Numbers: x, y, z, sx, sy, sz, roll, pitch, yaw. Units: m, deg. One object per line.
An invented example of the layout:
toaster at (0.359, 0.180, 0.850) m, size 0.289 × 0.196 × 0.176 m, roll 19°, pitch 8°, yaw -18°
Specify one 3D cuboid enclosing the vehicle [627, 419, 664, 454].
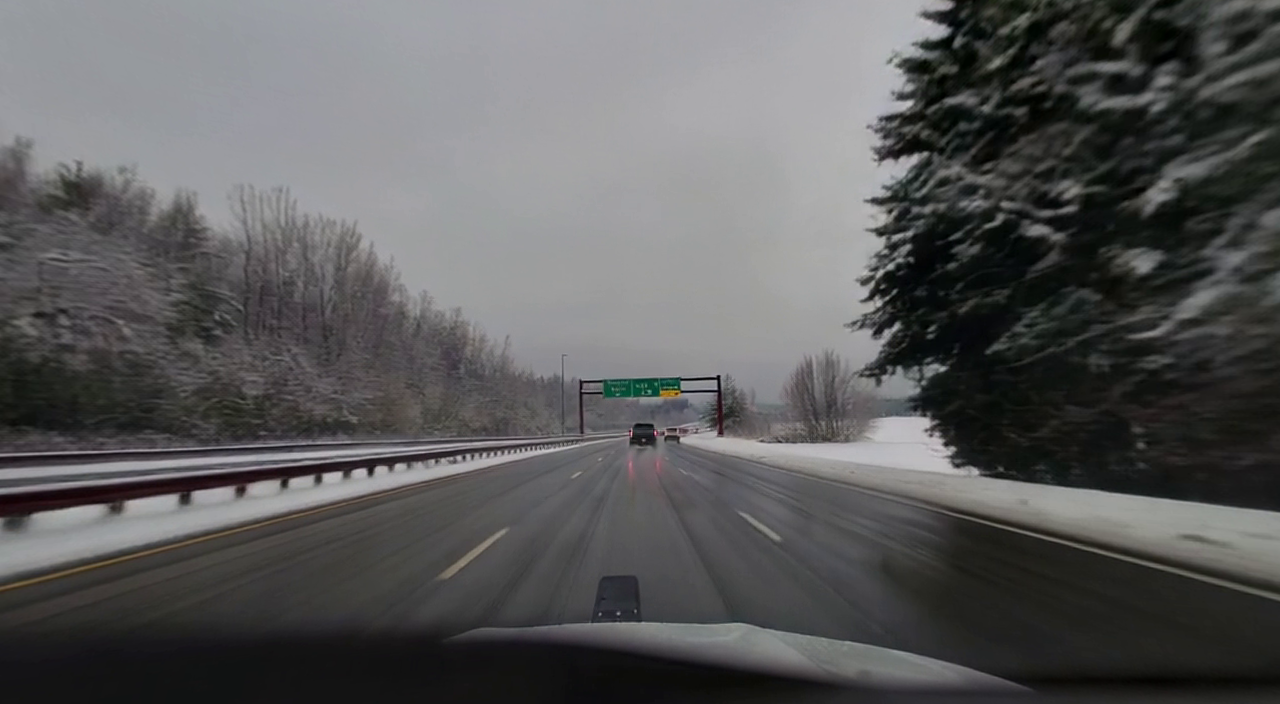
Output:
vehicle at (0.322, 5.916, 44.215) m, size 2.450 × 2.314 × 4.753 m, roll 0°, pitch -8°, yaw 0°
